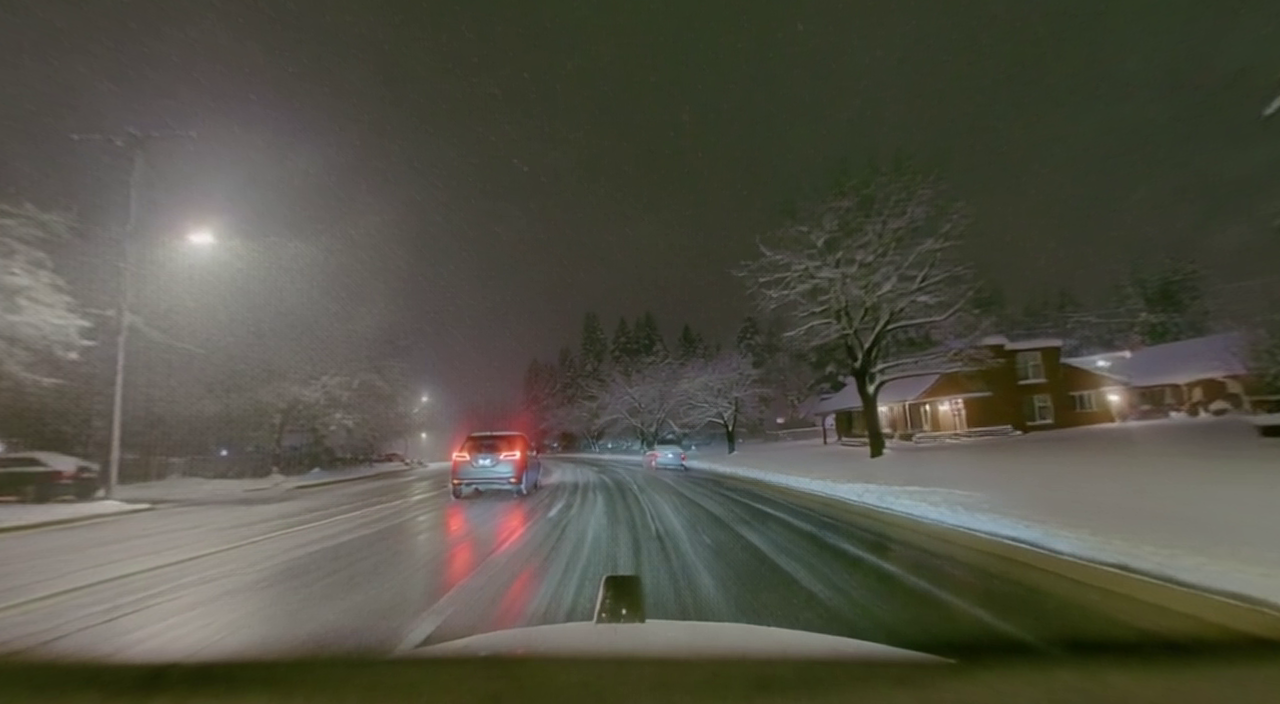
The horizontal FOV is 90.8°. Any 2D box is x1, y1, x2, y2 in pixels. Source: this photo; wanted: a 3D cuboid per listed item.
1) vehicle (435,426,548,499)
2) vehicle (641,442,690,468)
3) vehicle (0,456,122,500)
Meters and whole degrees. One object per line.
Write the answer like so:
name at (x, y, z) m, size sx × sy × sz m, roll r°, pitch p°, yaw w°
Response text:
vehicle at (-3.976, 3.040, 17.819) m, size 2.175 × 1.772 × 4.442 m, roll 0°, pitch -8°, yaw -1°
vehicle at (1.435, 6.135, 37.815) m, size 1.928 × 1.447 × 4.386 m, roll 2°, pitch -9°, yaw -12°
vehicle at (-21.956, 4.540, 22.930) m, size 4.525 × 1.455 × 1.821 m, roll 1°, pitch -8°, yaw -5°
